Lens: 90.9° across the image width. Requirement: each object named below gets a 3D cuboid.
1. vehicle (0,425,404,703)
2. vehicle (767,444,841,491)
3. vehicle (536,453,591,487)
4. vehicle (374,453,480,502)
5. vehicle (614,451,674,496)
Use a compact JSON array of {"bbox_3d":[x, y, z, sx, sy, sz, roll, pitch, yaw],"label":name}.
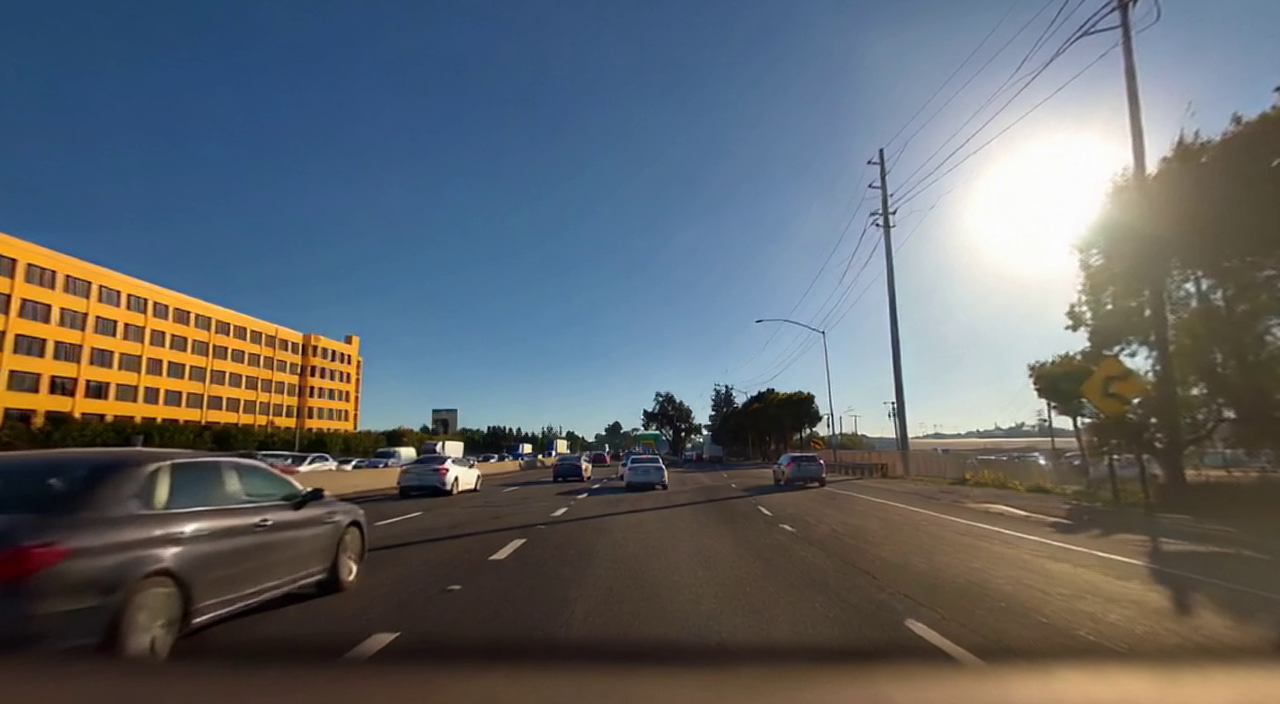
[{"bbox_3d":[-3.854,1.449,5.077,2.059,1.508,4.662,-1,-9,0],"label":"vehicle"},{"bbox_3d":[6.915,4.908,27.126,2.106,1.817,4.845,-1,-9,3],"label":"vehicle"},{"bbox_3d":[-3.612,5.689,30.608,2.034,1.466,4.363,-1,-9,1],"label":"vehicle"},{"bbox_3d":[-7.345,4.345,22.346,2.069,1.488,4.780,-1,-9,1],"label":"vehicle"},{"bbox_3d":[0.138,4.654,24.475,2.107,1.538,3.999,-1,-9,0],"label":"vehicle"}]
